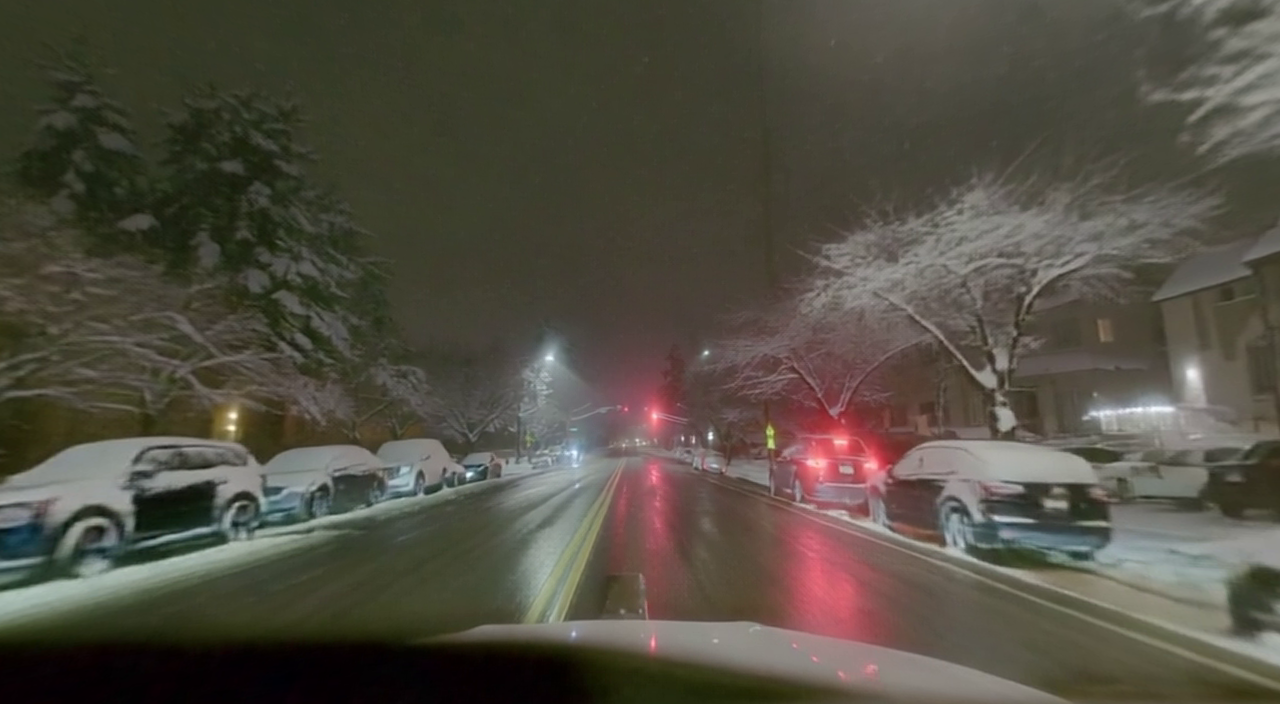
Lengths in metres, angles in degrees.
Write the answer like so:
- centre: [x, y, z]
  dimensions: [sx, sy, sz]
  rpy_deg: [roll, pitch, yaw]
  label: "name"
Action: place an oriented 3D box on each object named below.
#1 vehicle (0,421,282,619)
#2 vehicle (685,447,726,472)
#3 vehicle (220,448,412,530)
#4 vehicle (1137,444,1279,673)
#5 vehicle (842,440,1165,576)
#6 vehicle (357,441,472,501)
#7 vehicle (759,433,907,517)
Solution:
- centre: [-6.661, 1.821, 7.870]
  dimensions: [1.904, 1.727, 4.530]
  rpy_deg: [1, -9, -3]
  label: "vehicle"
- centre: [4.152, 6.922, 40.948]
  dimensions: [1.955, 1.536, 4.395]
  rpy_deg: [1, -9, -3]
  label: "vehicle"
- centre: [-6.709, 2.841, 13.787]
  dimensions: [1.811, 1.454, 4.610]
  rpy_deg: [0, -9, -1]
  label: "vehicle"
- centre: [4.941, 1.139, 2.885]
  dimensions: [1.798, 1.432, 4.330]
  rpy_deg: [0, -9, 0]
  label: "vehicle"
- centre: [4.827, 2.092, 9.433]
  dimensions: [1.830, 1.477, 4.684]
  rpy_deg: [1, -9, -3]
  label: "vehicle"
- centre: [-7.035, 3.737, 20.276]
  dimensions: [2.092, 1.706, 4.356]
  rpy_deg: [0, -9, 0]
  label: "vehicle"
- centre: [4.413, 2.878, 15.338]
  dimensions: [1.992, 1.703, 4.503]
  rpy_deg: [1, -9, -3]
  label: "vehicle"
